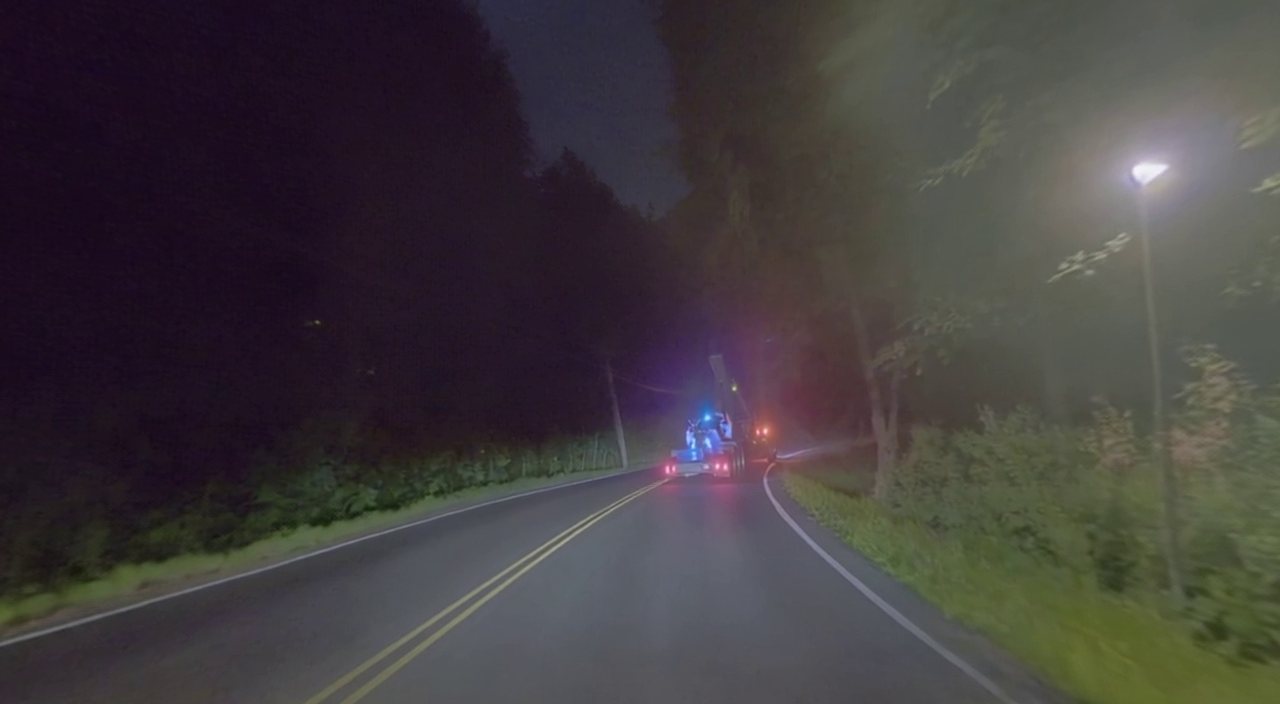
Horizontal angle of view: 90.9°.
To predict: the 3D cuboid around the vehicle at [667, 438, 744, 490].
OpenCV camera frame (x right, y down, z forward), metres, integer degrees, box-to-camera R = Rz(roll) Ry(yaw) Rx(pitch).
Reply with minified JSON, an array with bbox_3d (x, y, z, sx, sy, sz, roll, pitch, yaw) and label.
[{"bbox_3d":[2.139,3.575,20.486,2.196,1.465,4.294,-1,-9,7],"label":"vehicle"}]
